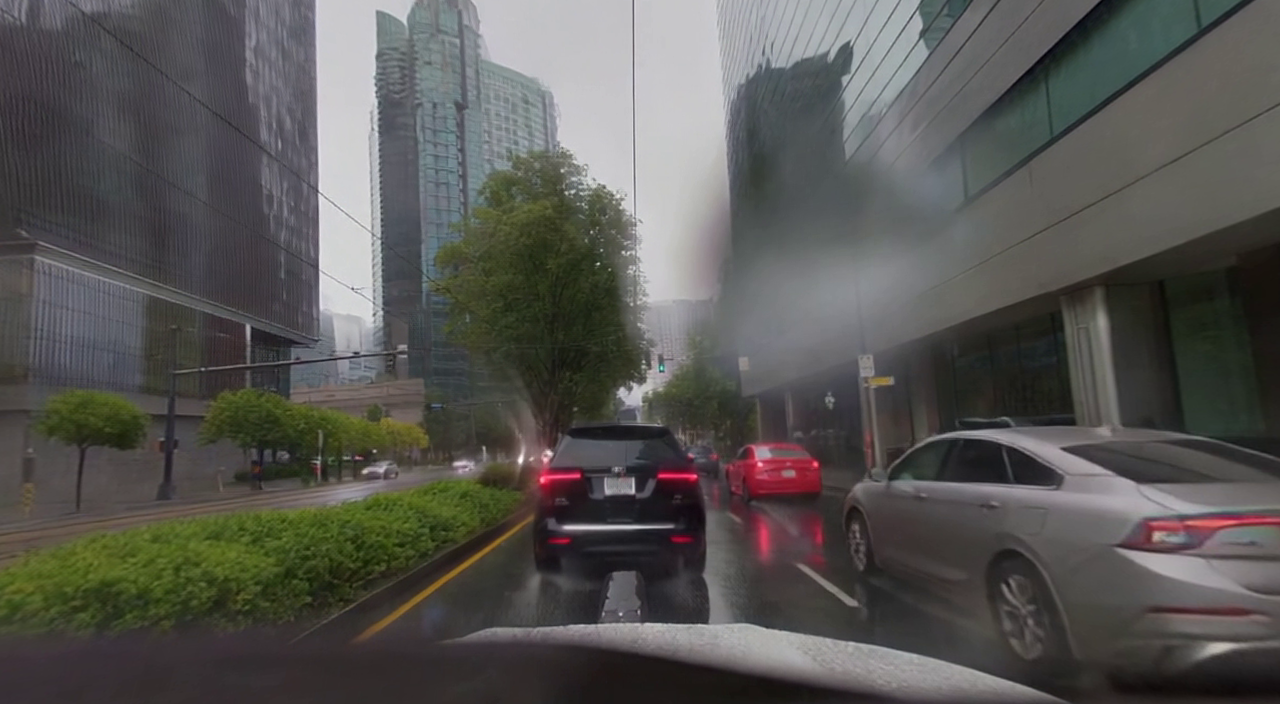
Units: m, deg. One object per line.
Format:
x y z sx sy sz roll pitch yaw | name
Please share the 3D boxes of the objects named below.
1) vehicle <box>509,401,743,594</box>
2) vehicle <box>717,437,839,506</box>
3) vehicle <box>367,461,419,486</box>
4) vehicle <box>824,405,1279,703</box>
-0.199 1.670 8.106 2.178 1.779 4.255 0 -8 -2 | vehicle
3.460 3.079 16.772 2.128 1.582 4.188 0 -8 -3 | vehicle
-16.008 7.871 41.203 1.798 1.409 4.239 0 -8 -2 | vehicle
3.127 1.292 4.902 1.993 1.480 4.324 0 -8 -1 | vehicle
